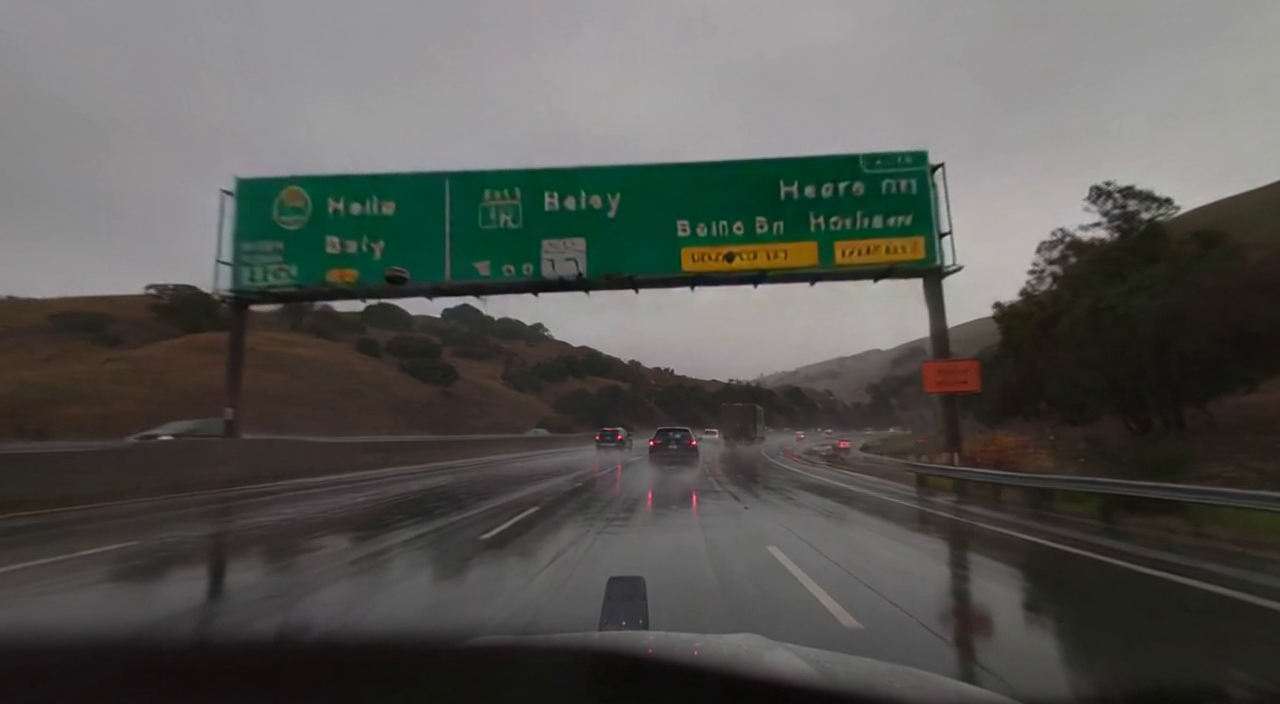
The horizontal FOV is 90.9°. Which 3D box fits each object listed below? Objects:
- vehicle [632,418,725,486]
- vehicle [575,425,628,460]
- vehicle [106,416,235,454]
[{"bbox_3d":[1.151,3.049,19.384,2.484,1.820,4.497,-1,-8,3],"label":"vehicle"},{"bbox_3d":[-2.003,4.891,34.127,2.077,1.712,4.406,-1,-8,7],"label":"vehicle"},{"bbox_3d":[-23.338,4.209,31.689,2.019,1.717,5.356,-1,-8,6],"label":"vehicle"}]
